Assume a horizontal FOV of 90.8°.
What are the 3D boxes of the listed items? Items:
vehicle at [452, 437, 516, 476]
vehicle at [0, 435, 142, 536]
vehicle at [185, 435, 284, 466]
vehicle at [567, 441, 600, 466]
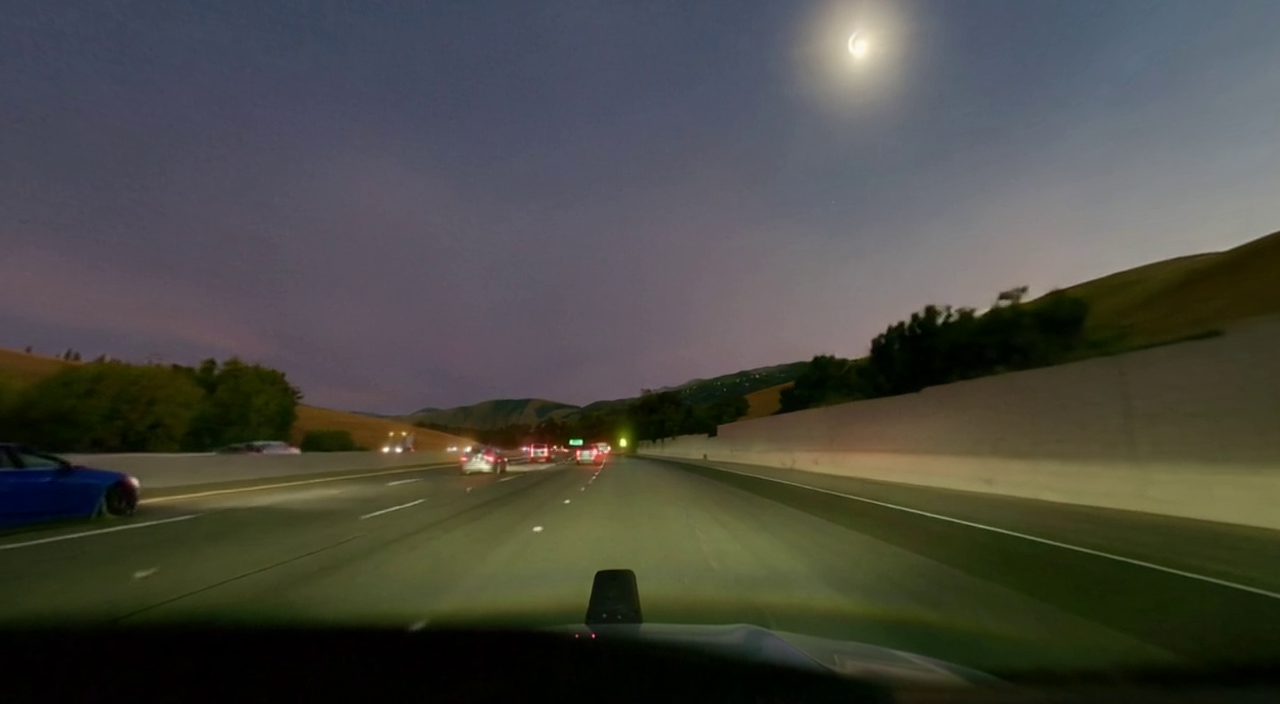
[{"bbox_3d":[-7.752,5.234,31.884,2.074,1.768,4.805,0,-9,-1],"label":"vehicle"},{"bbox_3d":[-10.431,1.999,9.537,1.949,1.475,4.740,0,-9,0],"label":"vehicle"},{"bbox_3d":[-27.025,6.615,42.488,2.526,1.908,6.156,0,-9,0],"label":"vehicle"},{"bbox_3d":[-4.050,7.342,45.834,2.115,1.713,4.263,0,-9,-2],"label":"vehicle"}]
